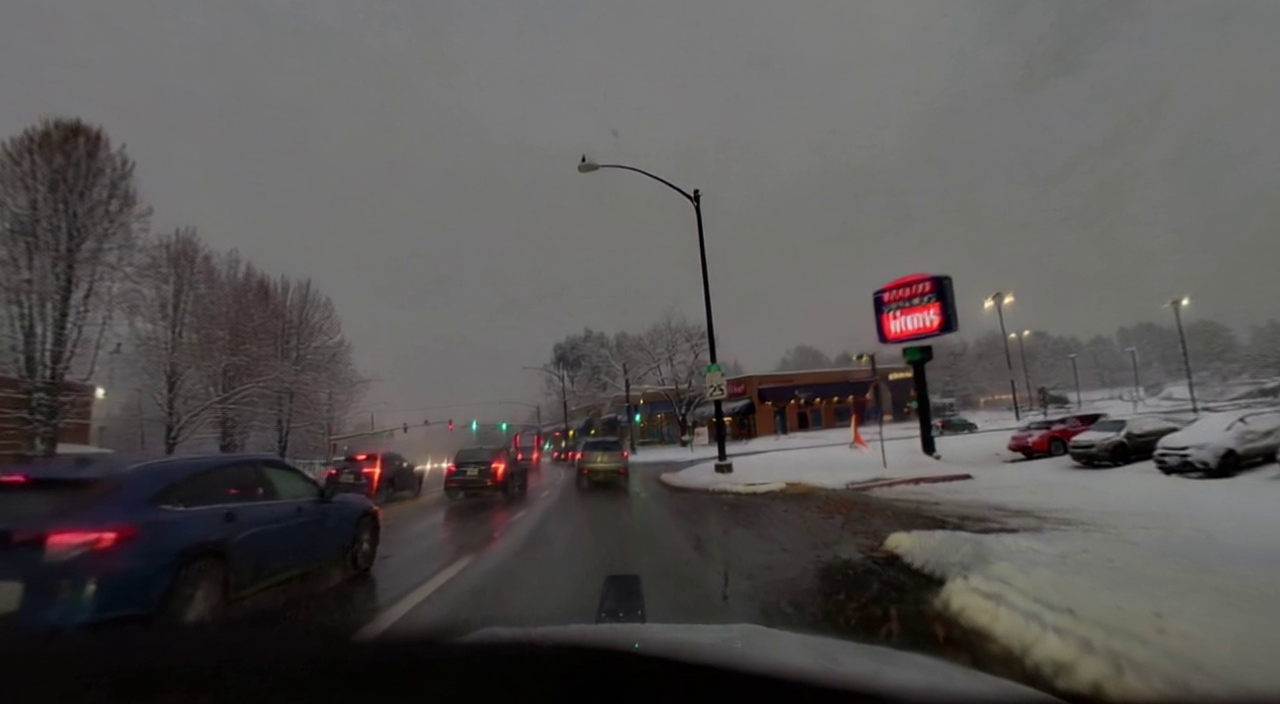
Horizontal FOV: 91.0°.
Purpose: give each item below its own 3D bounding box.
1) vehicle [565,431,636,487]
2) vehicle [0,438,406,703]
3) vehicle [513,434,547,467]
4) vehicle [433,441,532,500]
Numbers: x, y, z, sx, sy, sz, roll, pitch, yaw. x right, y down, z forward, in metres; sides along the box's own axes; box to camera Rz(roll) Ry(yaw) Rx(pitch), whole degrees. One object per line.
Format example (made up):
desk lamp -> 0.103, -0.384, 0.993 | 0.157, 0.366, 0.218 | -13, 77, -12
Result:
vehicle -> -1.379, 3.586, 21.336 | 2.144, 1.704, 4.028 | 1, -9, -5
vehicle -> -4.265, 1.609, 5.974 | 2.090, 1.506, 5.326 | 1, -9, -1
vehicle -> -7.249, 6.506, 41.566 | 2.082, 2.018, 4.308 | 2, -9, -9
vehicle -> -4.630, 3.529, 19.232 | 1.974, 1.549, 4.603 | 1, -9, -2
